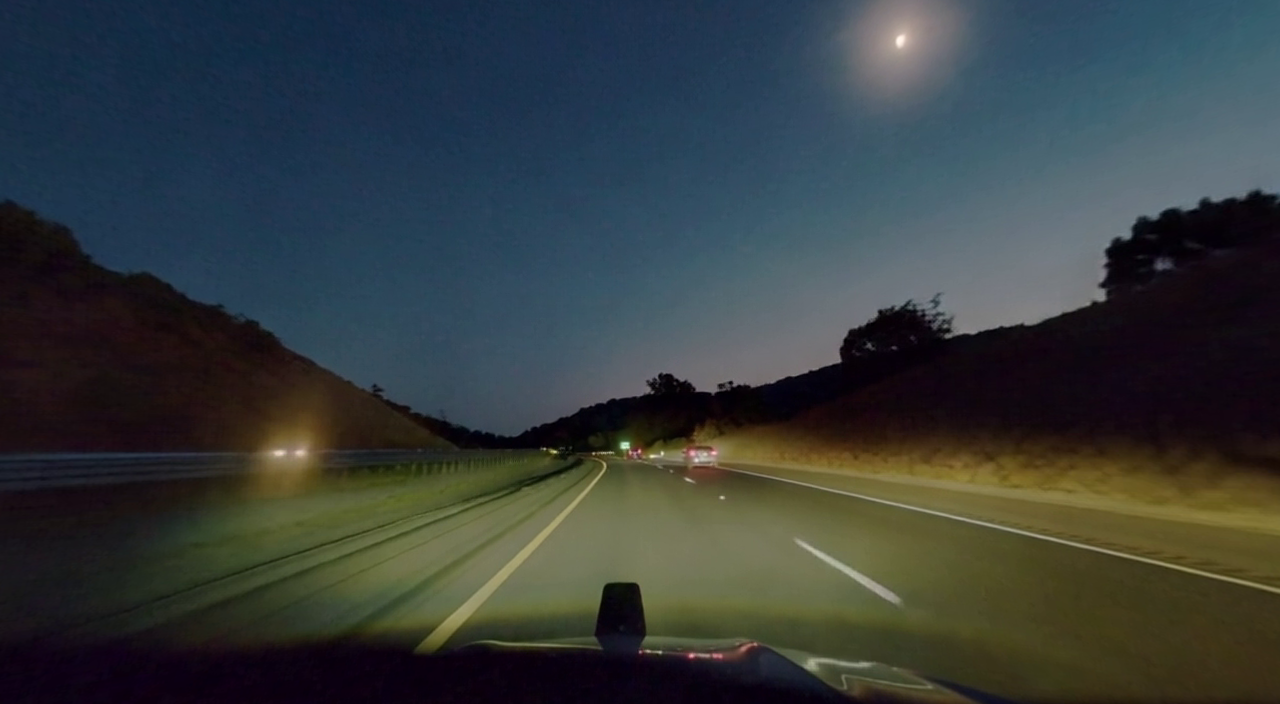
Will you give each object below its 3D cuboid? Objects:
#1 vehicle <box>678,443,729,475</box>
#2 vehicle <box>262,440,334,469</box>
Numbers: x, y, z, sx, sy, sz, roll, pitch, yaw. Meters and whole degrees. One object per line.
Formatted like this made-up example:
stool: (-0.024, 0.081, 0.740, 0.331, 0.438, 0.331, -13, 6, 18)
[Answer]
vehicle: (3.263, 5.606, 33.346, 1.960, 1.516, 4.657, 0, -8, -3)
vehicle: (-21.750, 6.531, 40.372, 2.062, 1.750, 4.749, 0, -8, -2)
